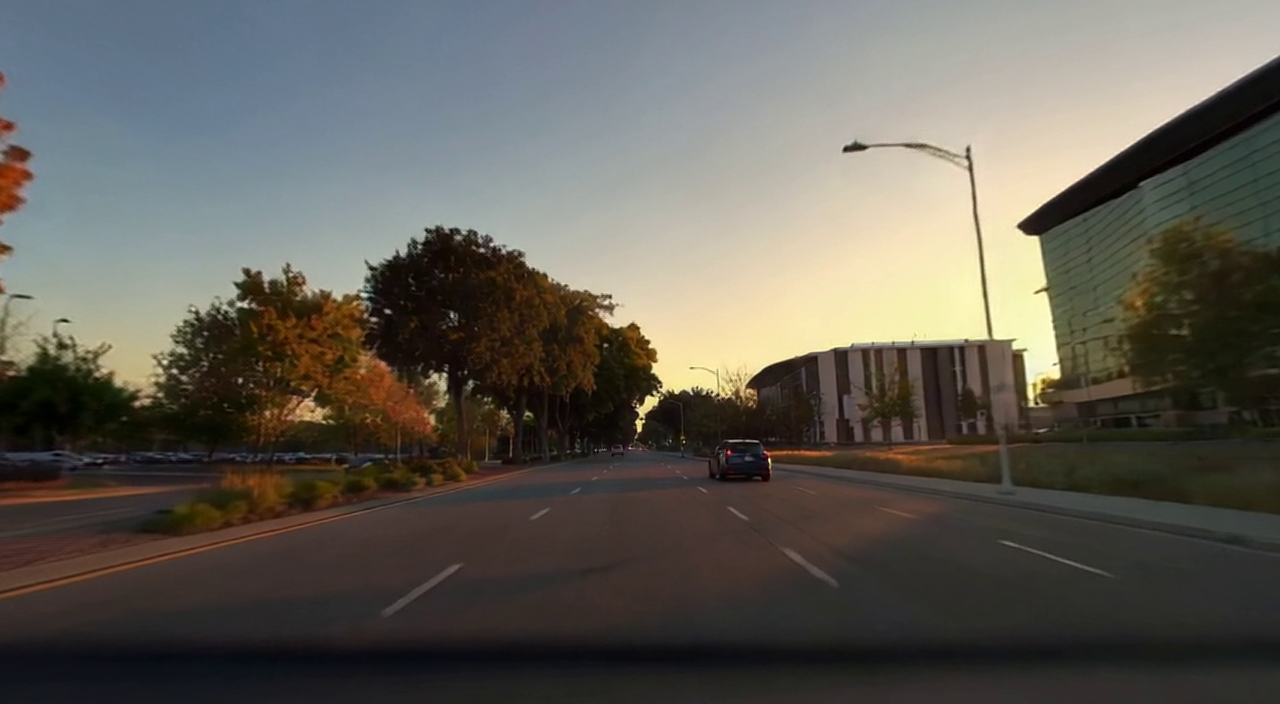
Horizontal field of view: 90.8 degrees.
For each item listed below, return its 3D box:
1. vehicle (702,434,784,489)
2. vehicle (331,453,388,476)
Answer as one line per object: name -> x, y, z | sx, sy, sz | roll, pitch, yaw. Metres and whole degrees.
vehicle -> 3.541, 3.844, 22.574 | 2.083, 1.743, 4.354 | 0, -8, -1
vehicle -> -19.843, 7.940, 44.934 | 1.880, 1.455, 4.654 | 0, -8, 1
